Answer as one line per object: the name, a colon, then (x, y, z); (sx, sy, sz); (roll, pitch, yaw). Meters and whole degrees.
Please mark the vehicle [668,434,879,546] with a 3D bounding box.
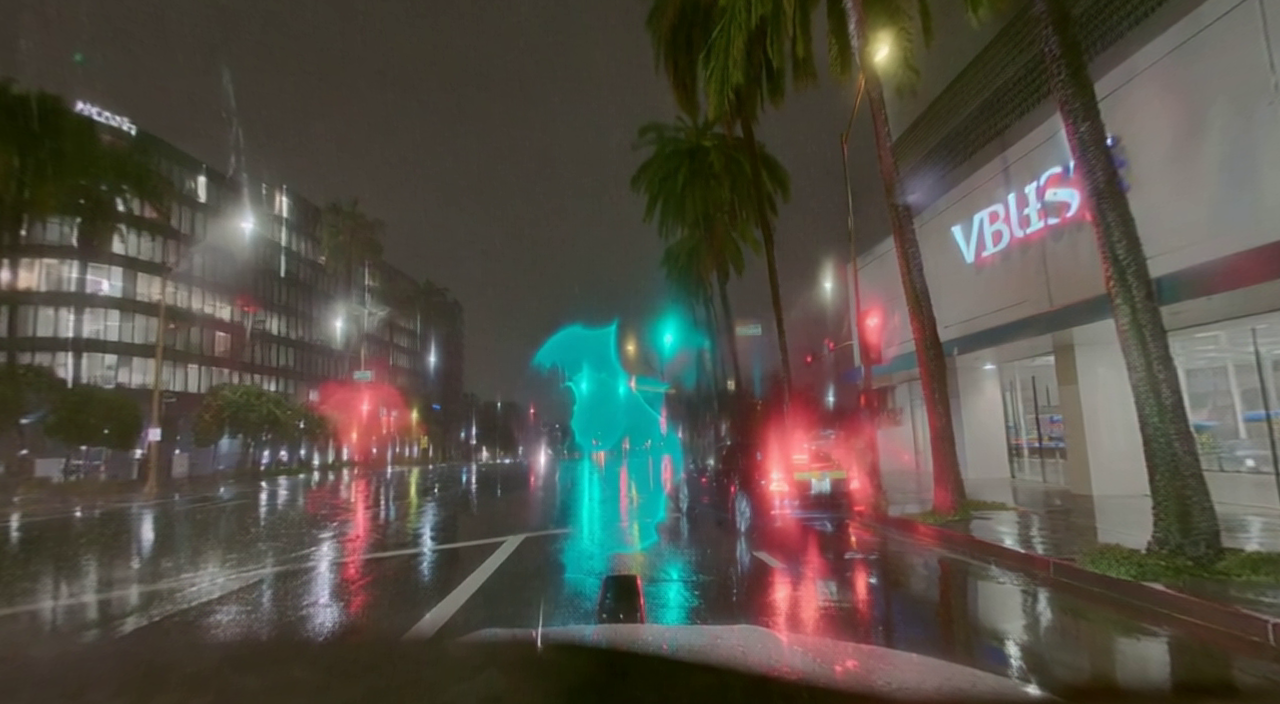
vehicle: (1.921, 2.186, 10.873); (2.090, 1.466, 4.676); (1, -8, -7)
